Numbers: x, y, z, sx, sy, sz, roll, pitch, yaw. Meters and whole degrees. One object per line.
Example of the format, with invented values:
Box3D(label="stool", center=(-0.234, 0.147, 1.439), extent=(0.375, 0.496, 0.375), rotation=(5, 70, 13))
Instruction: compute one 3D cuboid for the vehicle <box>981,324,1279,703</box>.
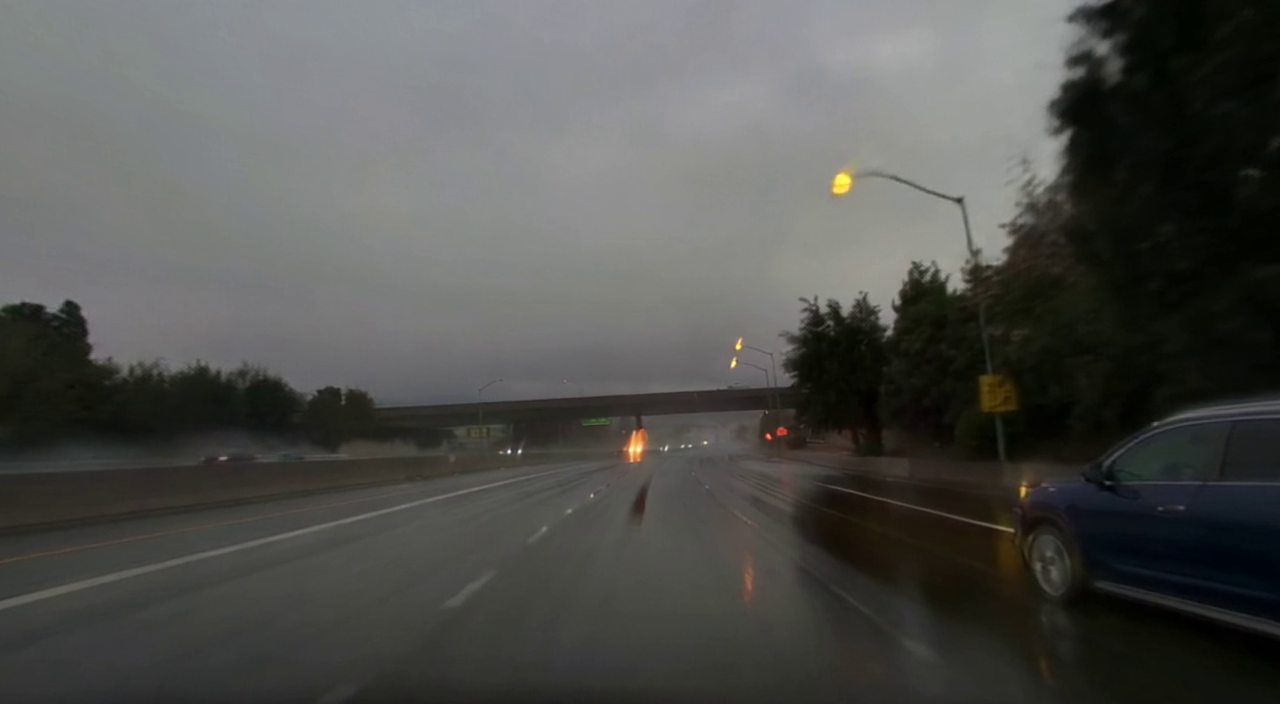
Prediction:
Box3D(label="vehicle", center=(3.729, 0.761, 2.724), extent=(2.019, 1.732, 4.579), rotation=(0, -8, 2))

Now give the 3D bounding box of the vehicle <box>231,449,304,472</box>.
Box3D(label="vehicle", center=(-26.173, 7.614, 44.531), extent=(1.880, 1.478, 4.739), rotation=(-1, -8, 7))
